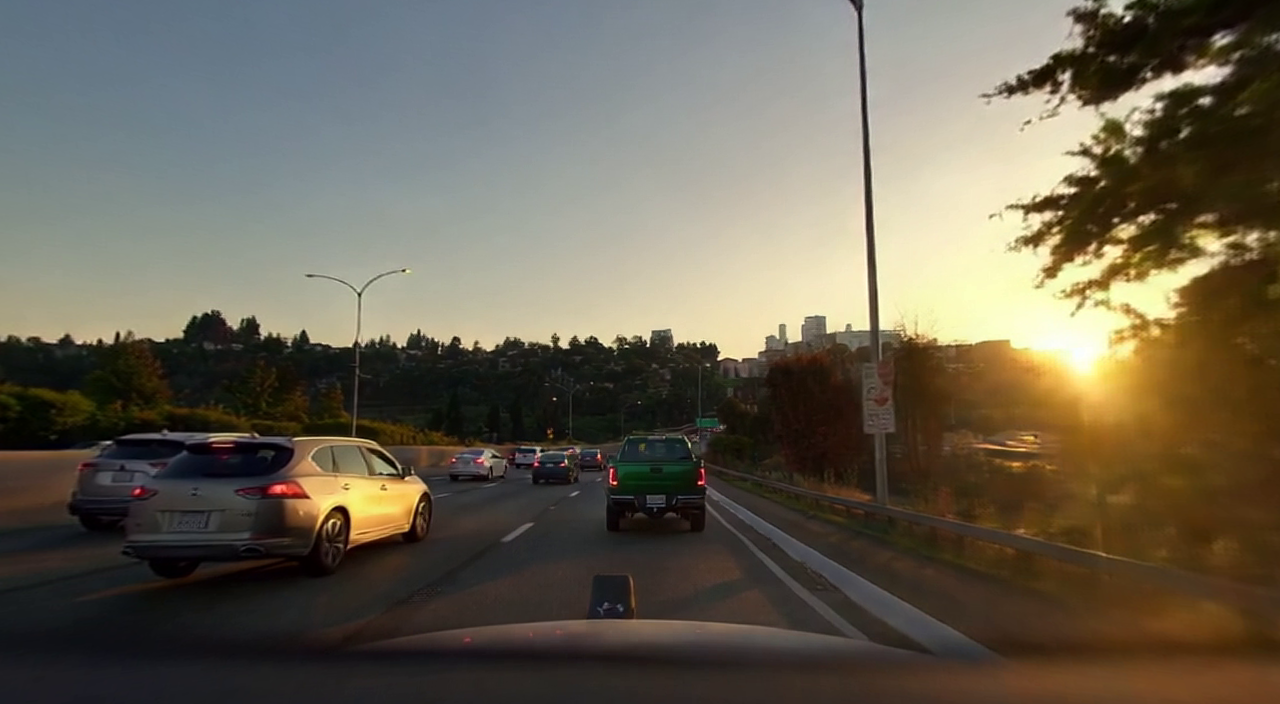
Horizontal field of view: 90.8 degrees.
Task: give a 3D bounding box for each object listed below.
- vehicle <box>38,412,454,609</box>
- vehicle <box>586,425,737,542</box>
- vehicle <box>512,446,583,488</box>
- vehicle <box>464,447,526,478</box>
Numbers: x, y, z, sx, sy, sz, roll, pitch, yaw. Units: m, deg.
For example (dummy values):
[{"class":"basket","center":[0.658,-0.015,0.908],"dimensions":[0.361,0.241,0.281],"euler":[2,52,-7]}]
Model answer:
[{"class":"vehicle","center":[-4.105,1.706,7.742],"dimensions":[2.076,1.688,4.334],"euler":[-1,-9,4]},{"class":"vehicle","center":[0.367,2.302,11.689],"dimensions":[2.235,1.716,4.435],"euler":[0,-9,1]},{"class":"vehicle","center":[-3.480,4.415,24.562],"dimensions":[1.868,1.470,4.105],"euler":[-1,-9,4]},{"class":"vehicle","center":[-7.260,5.576,32.106],"dimensions":[1.856,1.459,4.251],"euler":[-1,-9,4]}]
